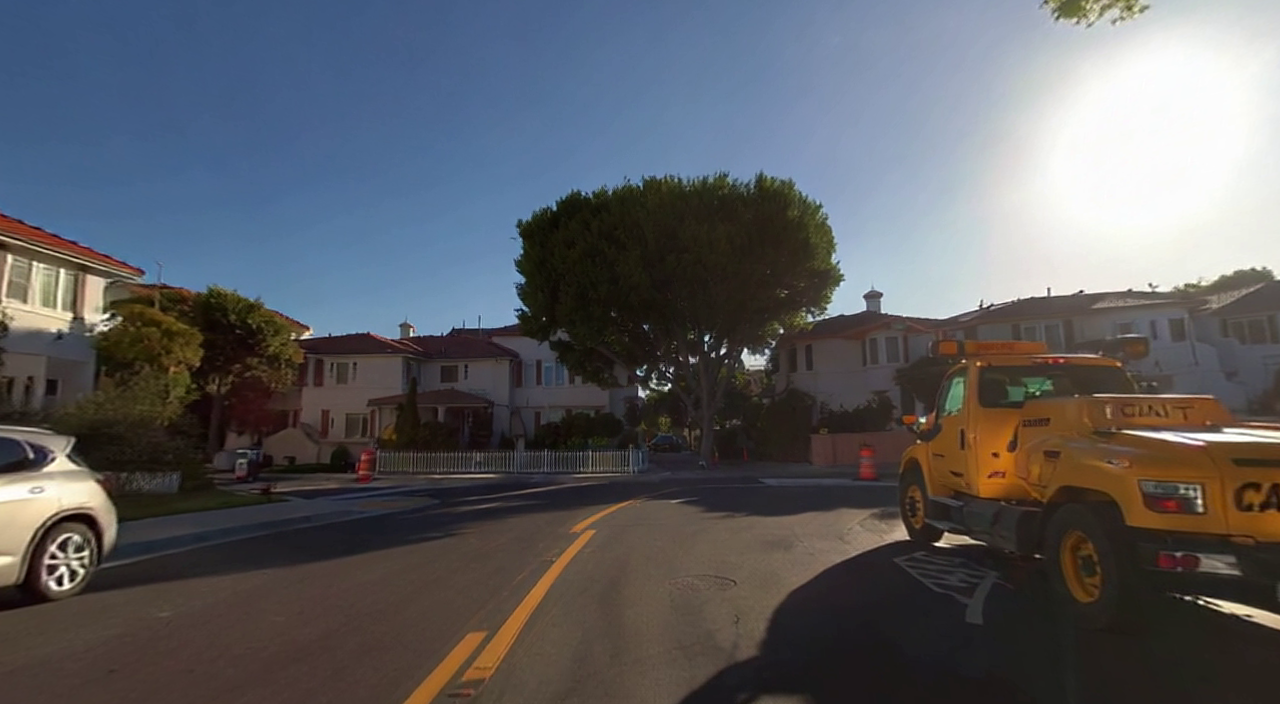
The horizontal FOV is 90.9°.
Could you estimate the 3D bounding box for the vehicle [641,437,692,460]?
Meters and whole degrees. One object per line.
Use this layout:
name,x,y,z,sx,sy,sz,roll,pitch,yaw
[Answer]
vehicle,1.932,7.192,47.002,3.629,1.578,1.802,0,-8,-1

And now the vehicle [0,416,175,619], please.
vehicle,-6.714,1.386,5.065,2.220,1.765,4.799,0,-8,1

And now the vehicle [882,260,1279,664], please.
vehicle,4.349,0.927,5.938,2.501,2.613,3.505,0,-9,-4
